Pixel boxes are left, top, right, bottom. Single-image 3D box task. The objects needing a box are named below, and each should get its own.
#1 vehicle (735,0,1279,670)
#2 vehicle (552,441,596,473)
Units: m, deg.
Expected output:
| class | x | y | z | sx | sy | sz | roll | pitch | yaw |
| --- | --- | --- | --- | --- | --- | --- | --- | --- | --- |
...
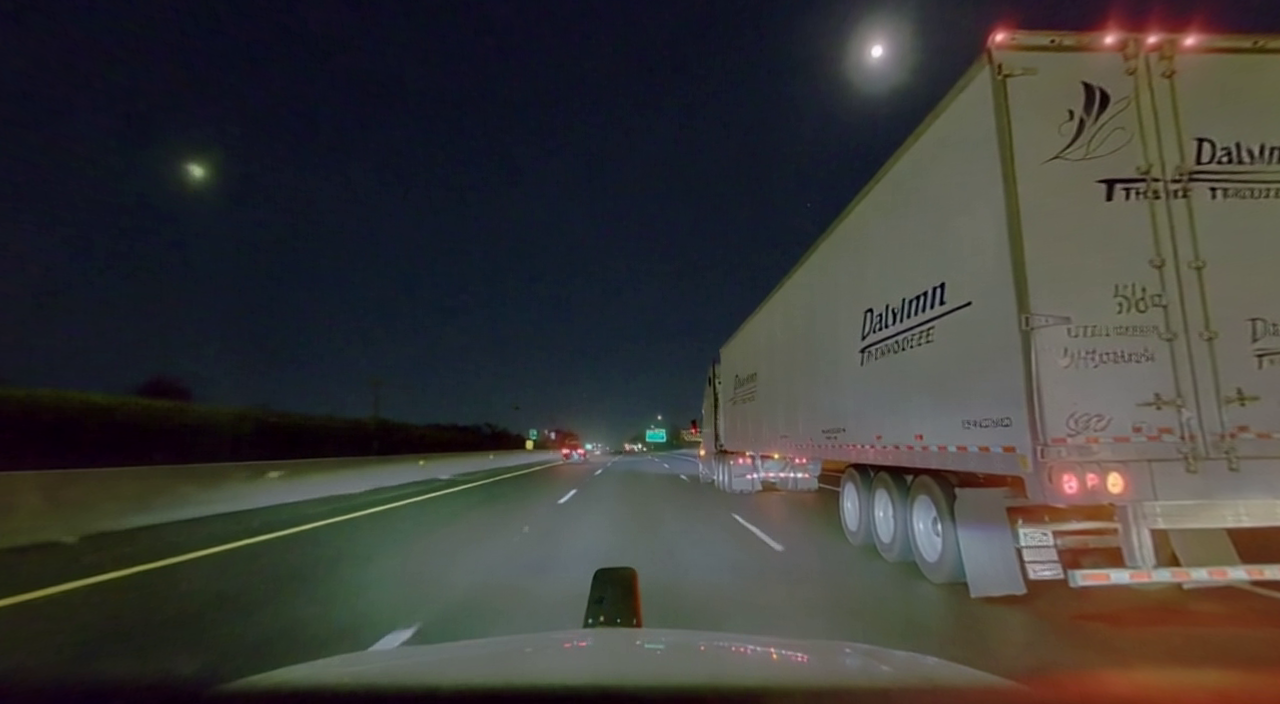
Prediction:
| class | x | y | z | sx | sy | sz | roll | pitch | yaw |
| --- | --- | --- | --- | --- | --- | --- | --- | --- | --- |
| vehicle | 3.935 | 0.634 | 10.111 | 2.962 | 4.132 | 12.720 | 0 | -8 | 0 |
| vehicle | -3.624 | 5.795 | 35.236 | 2.030 | 1.657 | 3.926 | 0 | -8 | 0 |
